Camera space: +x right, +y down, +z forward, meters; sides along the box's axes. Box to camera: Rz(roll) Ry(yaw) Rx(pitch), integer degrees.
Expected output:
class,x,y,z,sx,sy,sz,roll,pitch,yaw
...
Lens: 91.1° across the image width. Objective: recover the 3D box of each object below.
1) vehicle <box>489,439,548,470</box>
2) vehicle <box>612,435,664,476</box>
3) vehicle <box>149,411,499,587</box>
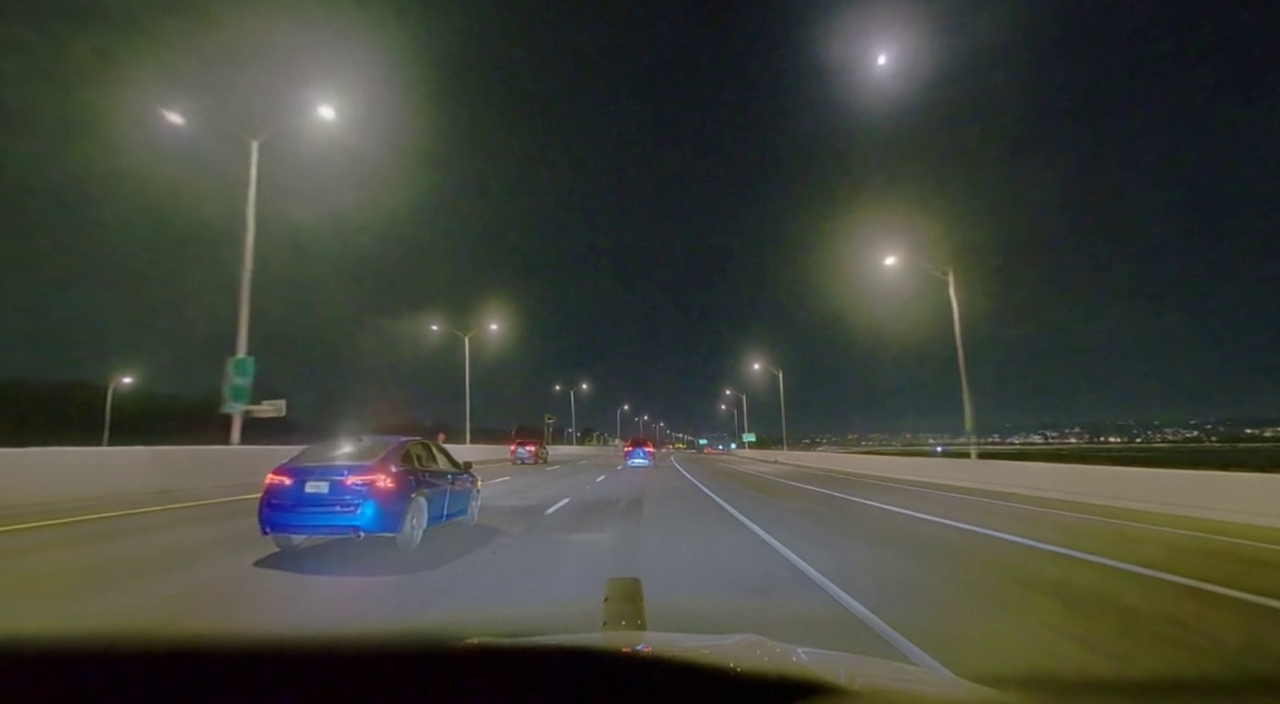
class,x,y,z,sx,sy,sz,roll,pitch,yaw
vehicle,-6.278,5.359,33.002,1.994,1.519,4.668,0,-9,2
vehicle,-0.055,4.627,28.283,2.155,1.690,4.318,0,-9,1
vehicle,-3.476,1.713,8.199,2.124,1.607,4.531,0,-9,1
